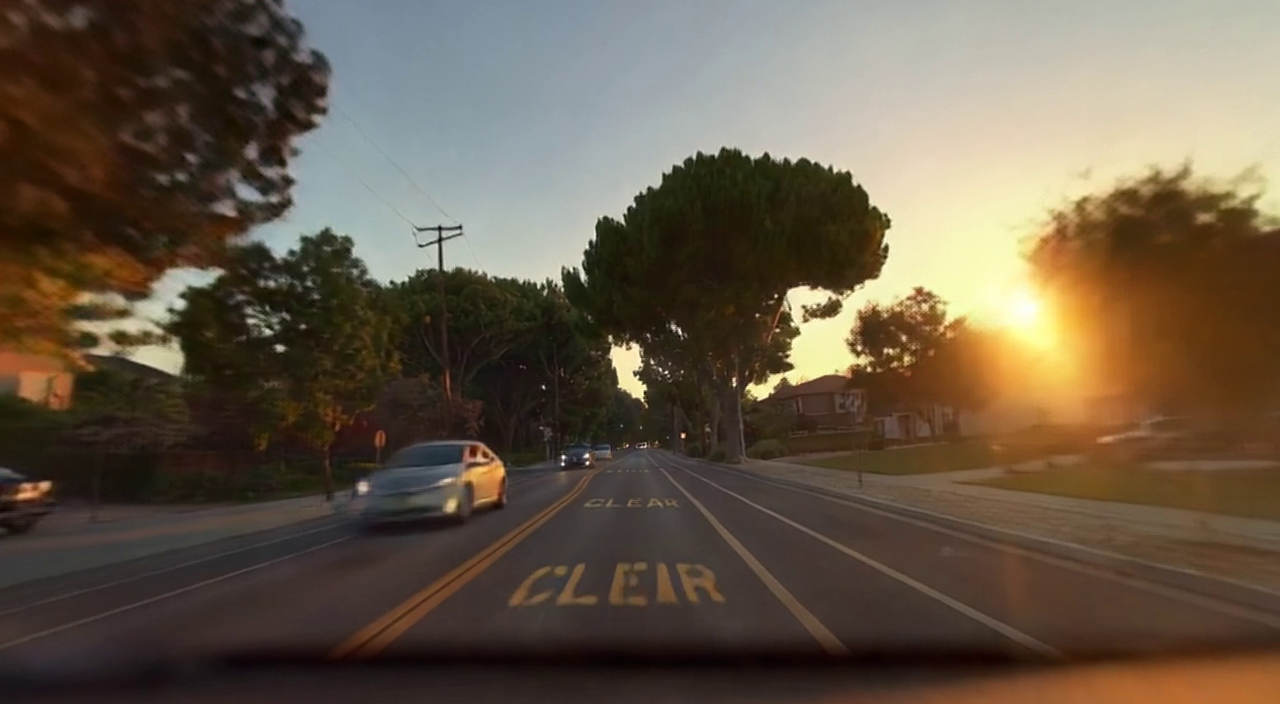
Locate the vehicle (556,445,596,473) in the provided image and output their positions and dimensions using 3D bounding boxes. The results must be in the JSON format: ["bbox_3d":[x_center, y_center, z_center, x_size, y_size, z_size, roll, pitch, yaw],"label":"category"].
[{"bbox_3d":[-3.873,6.522,38.910,1.974,1.604,4.156,0,-9,0],"label":"vehicle"}]

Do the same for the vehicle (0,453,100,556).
[{"bbox_3d":[-13.657,2.845,12.020,4.607,1.772,2.261,0,-9,-1],"label":"vehicle"}]

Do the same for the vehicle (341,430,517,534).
[{"bbox_3d":[-4.043,2.556,13.065,2.055,1.757,4.494,0,-8,0],"label":"vehicle"}]
